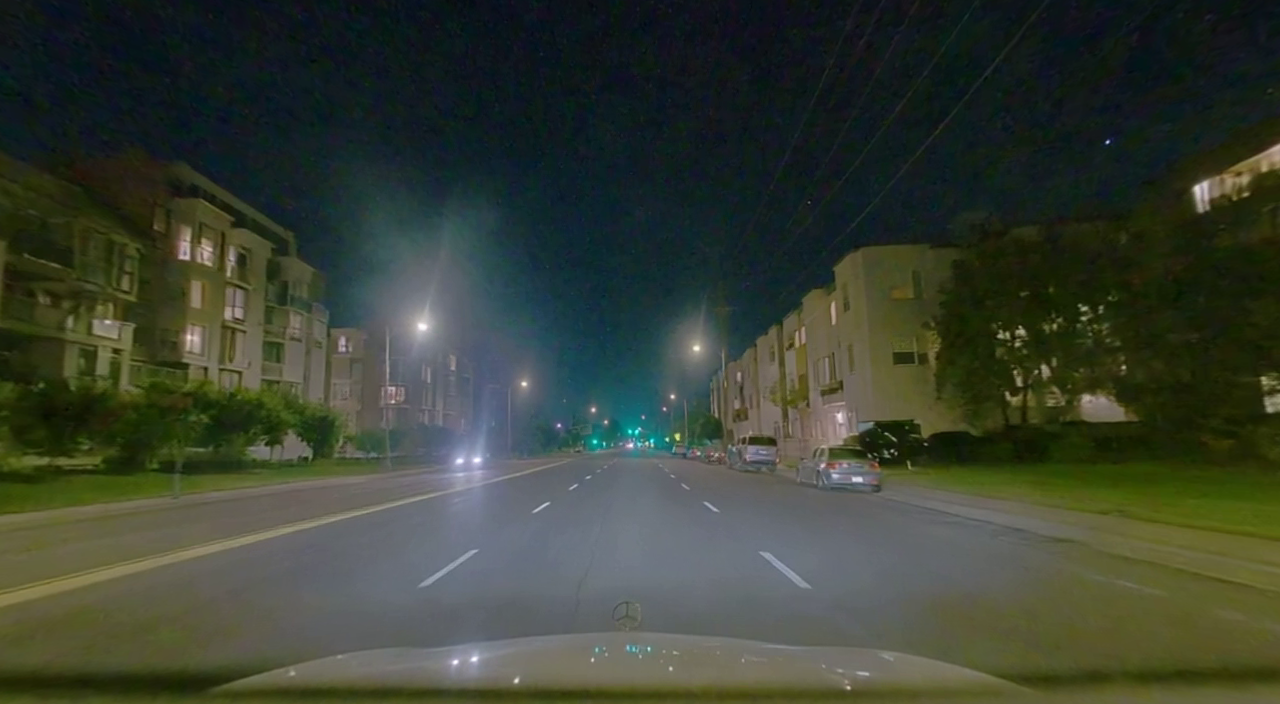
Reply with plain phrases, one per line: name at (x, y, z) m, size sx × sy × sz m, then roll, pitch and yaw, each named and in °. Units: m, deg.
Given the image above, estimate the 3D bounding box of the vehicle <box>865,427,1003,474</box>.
vehicle at (12.987, 4.385, 28.086) m, size 5.117 × 1.723 × 1.968 m, roll -2°, pitch -9°, yaw -5°

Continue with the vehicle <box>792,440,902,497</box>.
vehicle at (6.174, 3.508, 19.422) m, size 1.914 × 1.517 × 4.320 m, roll 0°, pitch -8°, yaw 0°

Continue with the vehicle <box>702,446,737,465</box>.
vehicle at (6.148, 8.047, 49.370) m, size 2.013 × 1.408 × 5.011 m, roll 0°, pitch -9°, yaw -1°

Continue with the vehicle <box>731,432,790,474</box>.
vehicle at (6.342, 5.434, 34.171) m, size 2.267 × 2.037 × 6.240 m, roll -1°, pitch -9°, yaw 3°

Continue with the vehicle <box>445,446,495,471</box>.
vehicle at (-10.581, 6.628, 39.621) m, size 1.847 × 1.460 × 4.294 m, roll -1°, pitch -8°, yaw 1°
